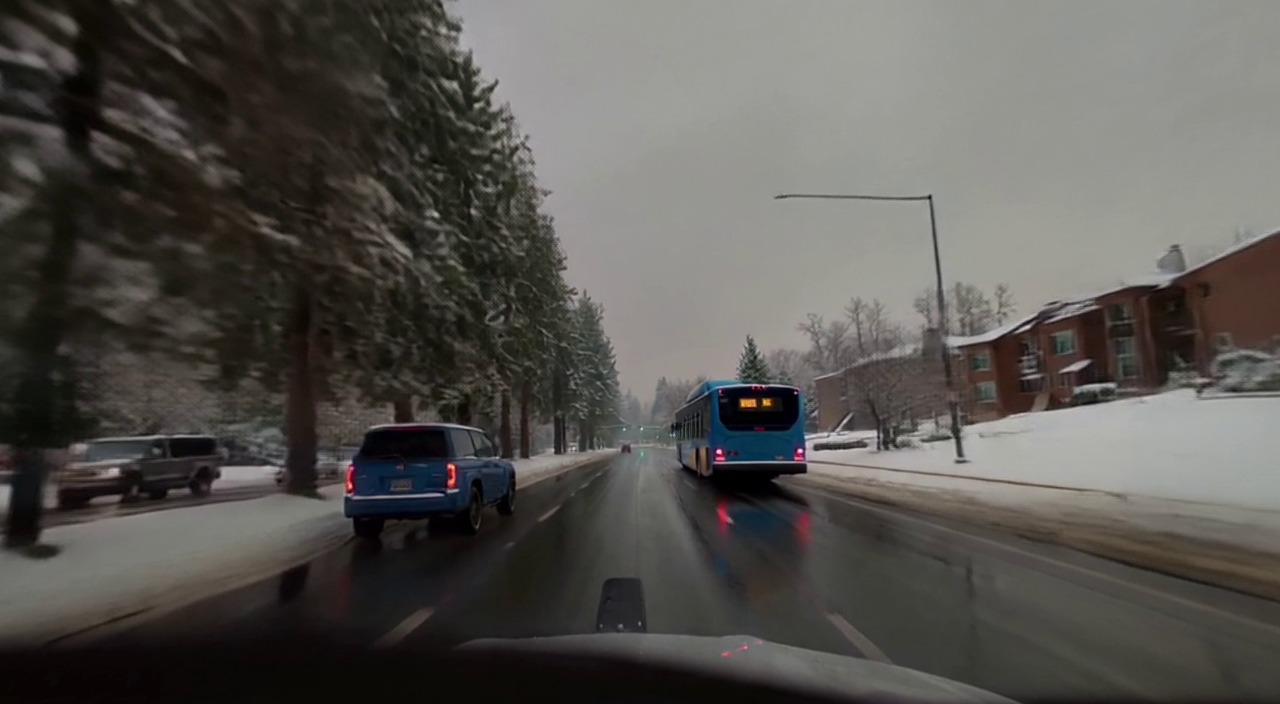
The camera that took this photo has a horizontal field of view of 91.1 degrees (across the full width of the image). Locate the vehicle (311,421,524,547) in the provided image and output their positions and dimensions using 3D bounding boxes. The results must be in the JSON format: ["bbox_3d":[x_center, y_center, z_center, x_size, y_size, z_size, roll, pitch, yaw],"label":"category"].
[{"bbox_3d":[-3.578,2.208,11.181,2.111,1.767,4.333,0,-8,1],"label":"vehicle"}]

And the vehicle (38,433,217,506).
[{"bbox_3d":[-22.225,5.062,27.774,2.593,2.836,6.122,0,-8,1],"label":"vehicle"}]

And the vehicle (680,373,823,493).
[{"bbox_3d":[3.464,3.163,23.714,3.072,3.278,12.747,0,-8,0],"label":"vehicle"}]
